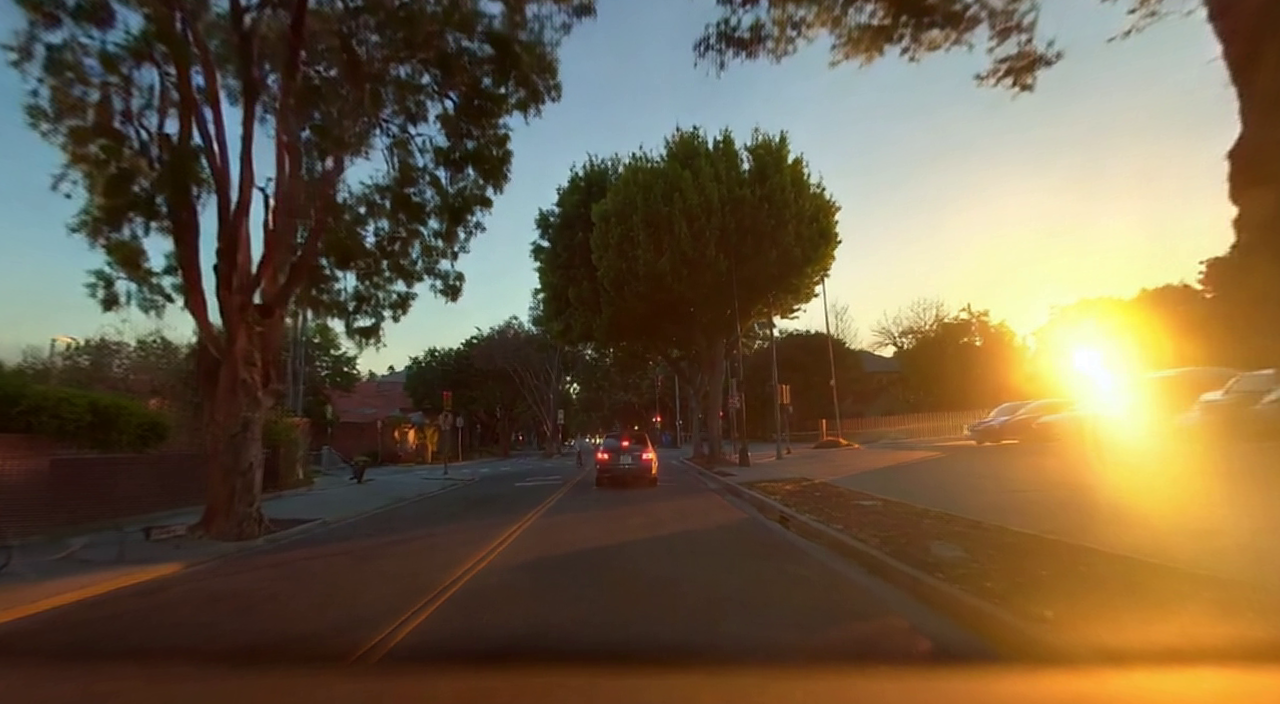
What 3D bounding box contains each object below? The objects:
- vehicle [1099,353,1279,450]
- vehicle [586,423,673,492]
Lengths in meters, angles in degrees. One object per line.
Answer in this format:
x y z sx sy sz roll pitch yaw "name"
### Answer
12.743 1.080 13.258 4.350 1.867 2.091 -1 -7 6 "vehicle"
-0.242 2.876 17.495 2.142 1.686 3.816 0 -8 1 "vehicle"
